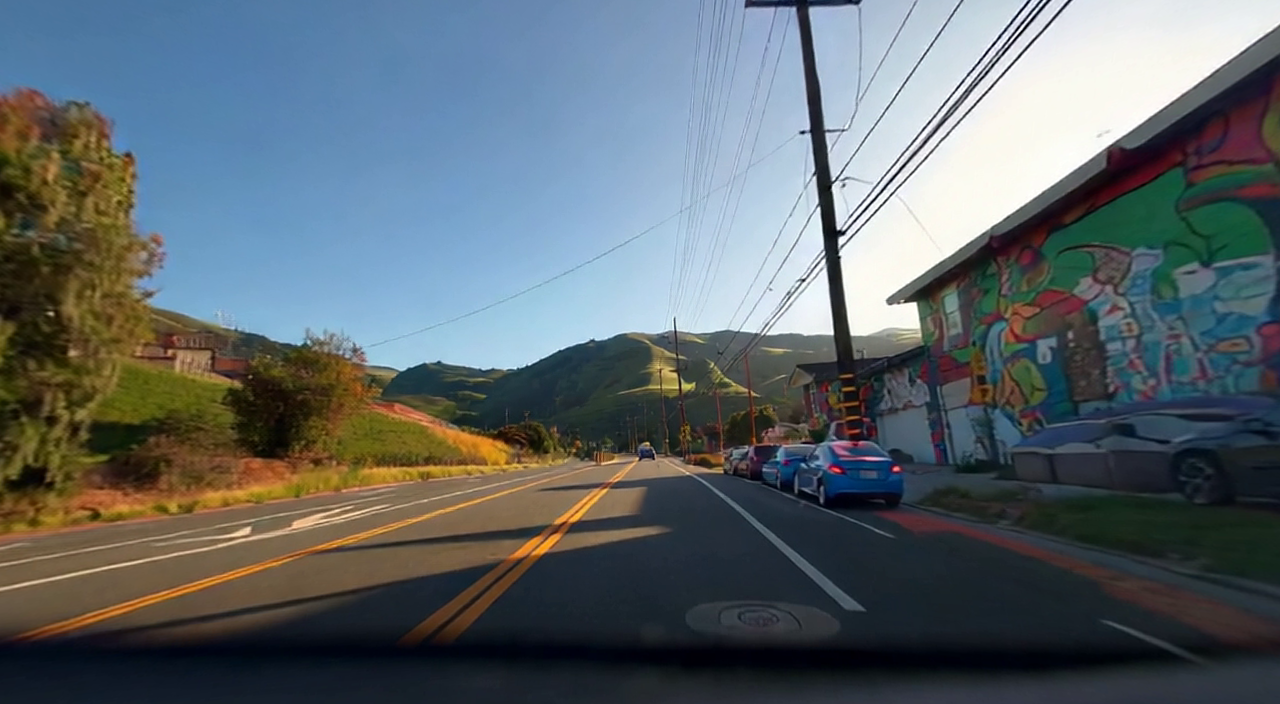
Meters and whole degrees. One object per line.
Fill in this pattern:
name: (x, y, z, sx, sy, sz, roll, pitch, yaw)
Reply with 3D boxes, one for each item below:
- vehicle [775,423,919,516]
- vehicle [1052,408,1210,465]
vehicle: (5.266, 3.117, 16.870, 2.072, 1.889, 4.468, -7, -10, -2)
vehicle: (16.569, 2.981, 21.675, 1.837, 1.533, 4.388, -6, -11, 1)
